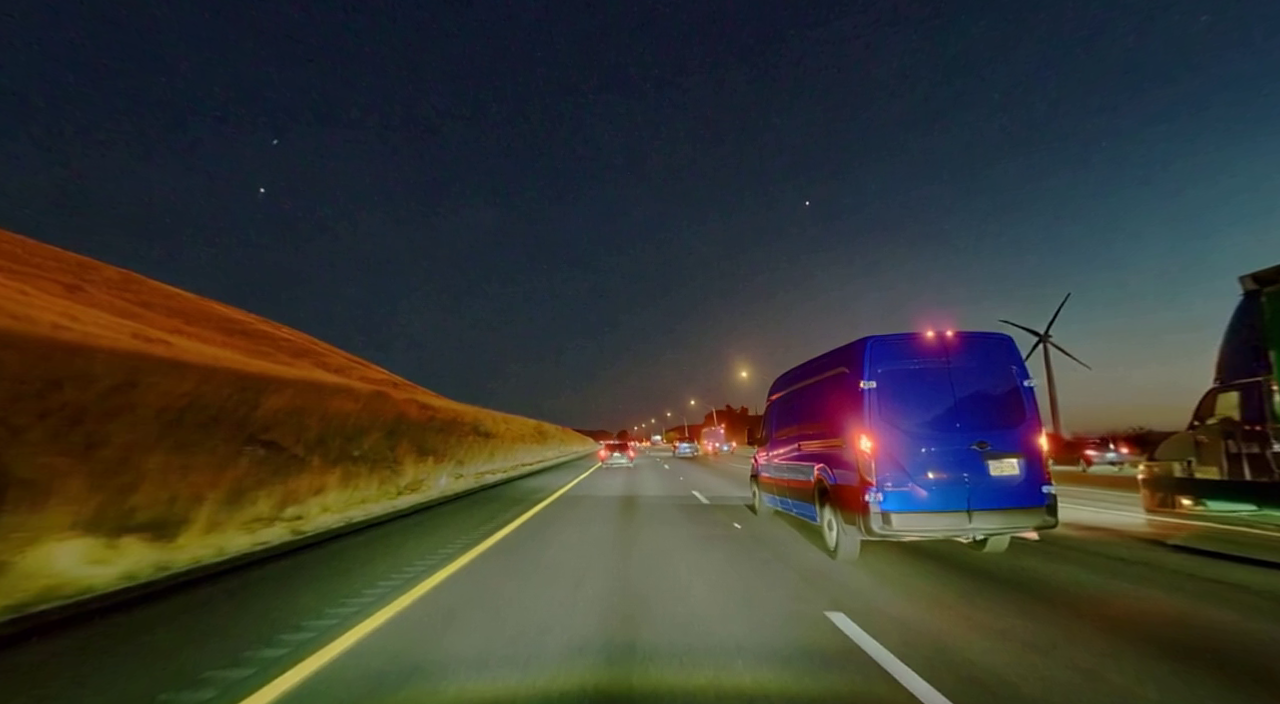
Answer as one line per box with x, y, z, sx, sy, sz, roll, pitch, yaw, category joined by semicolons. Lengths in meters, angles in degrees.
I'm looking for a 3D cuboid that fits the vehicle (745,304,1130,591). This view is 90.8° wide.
3.186;1.264;8.706;2.365;2.630;5.754;0;-8;-1;vehicle

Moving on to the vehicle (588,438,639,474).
-1.134;4.595;28.070;2.082;1.445;3.826;0;-8;-1;vehicle

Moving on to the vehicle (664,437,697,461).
2.983;7.229;47.314;2.108;1.717;3.996;0;-8;-2;vehicle
